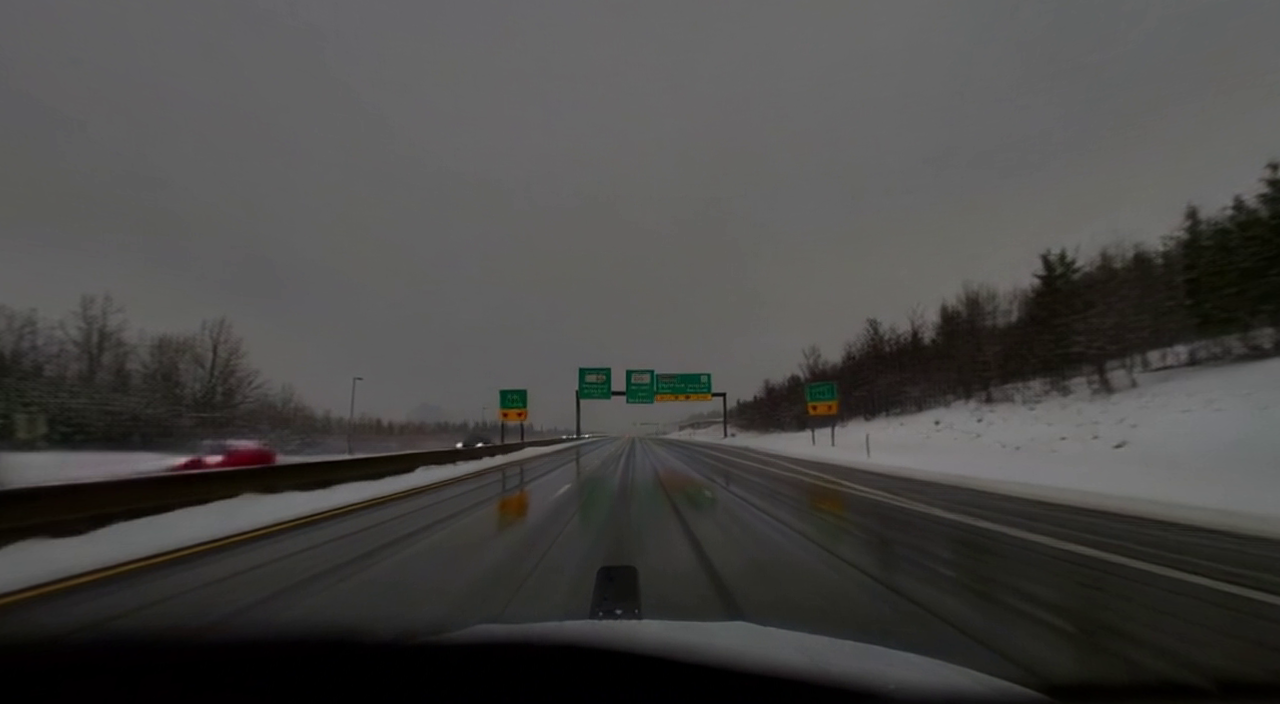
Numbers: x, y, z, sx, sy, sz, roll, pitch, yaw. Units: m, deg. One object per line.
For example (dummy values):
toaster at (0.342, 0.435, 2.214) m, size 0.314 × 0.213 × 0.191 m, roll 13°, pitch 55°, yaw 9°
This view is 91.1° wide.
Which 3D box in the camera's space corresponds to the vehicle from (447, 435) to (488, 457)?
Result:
vehicle at (-12.449, 6.764, 45.614) m, size 1.884 × 1.503 × 4.042 m, roll 0°, pitch -8°, yaw 0°

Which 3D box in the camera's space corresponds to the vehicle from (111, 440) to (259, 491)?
vehicle at (-15.046, 3.713, 21.116) m, size 1.903 × 1.502 × 4.120 m, roll 0°, pitch -8°, yaw -1°
